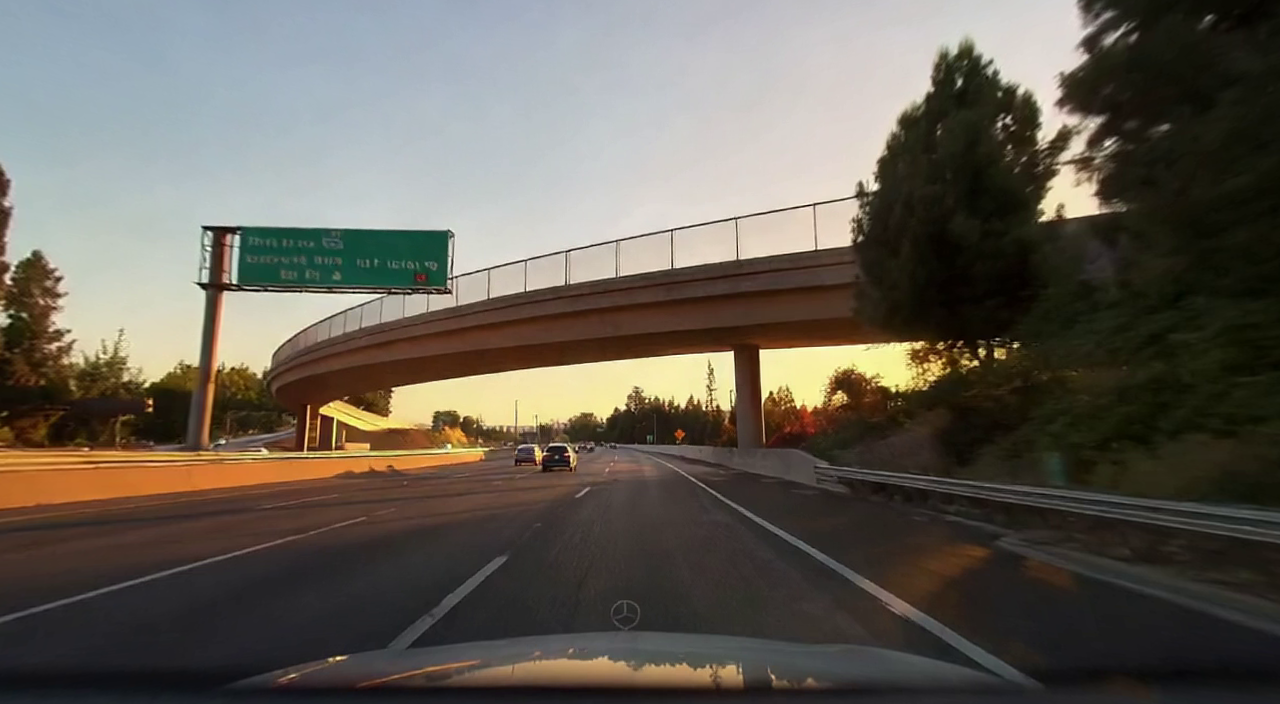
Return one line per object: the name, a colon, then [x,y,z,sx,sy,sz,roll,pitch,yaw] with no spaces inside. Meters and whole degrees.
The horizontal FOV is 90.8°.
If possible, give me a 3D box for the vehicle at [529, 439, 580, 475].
vehicle: [-4.085,5.093,30.863,1.971,1.643,4.009,0,-8,-1]
